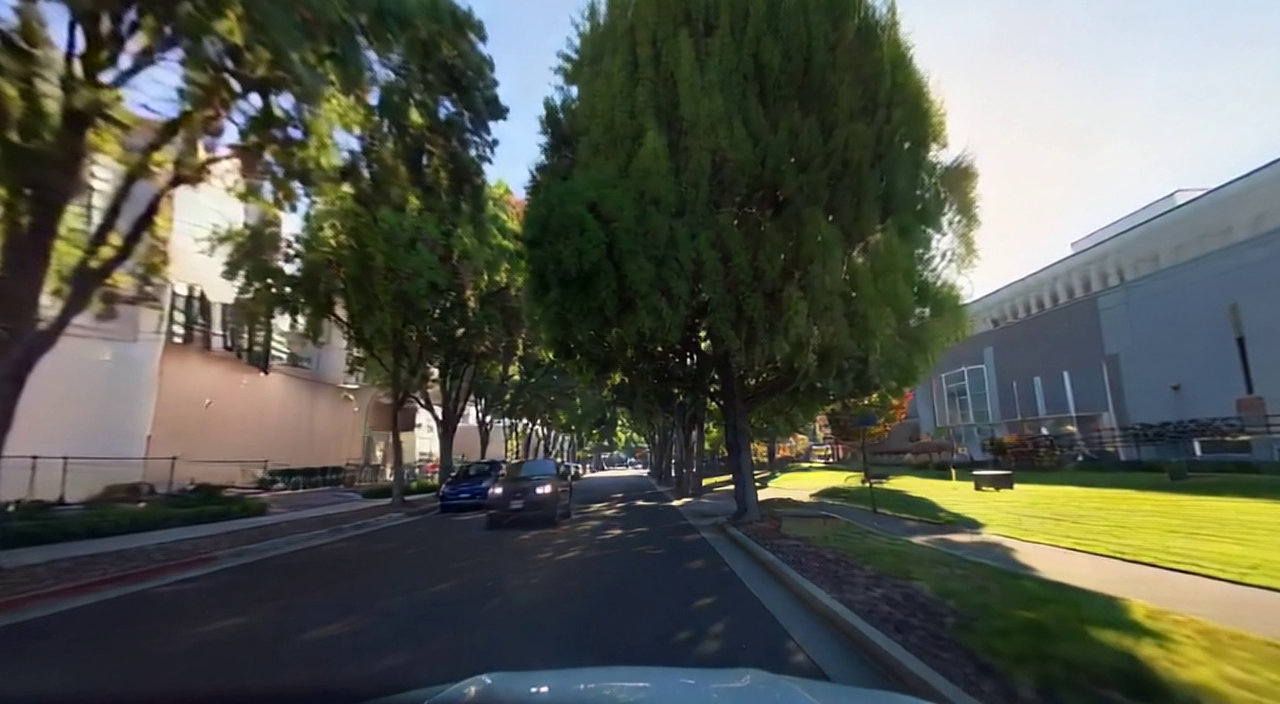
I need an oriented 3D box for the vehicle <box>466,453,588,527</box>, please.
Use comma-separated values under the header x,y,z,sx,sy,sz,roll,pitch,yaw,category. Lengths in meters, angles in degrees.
x,y,z,sx,sy,sz,roll,pitch,yaw,category
-2.485,3.223,15.079,1.978,1.453,4.314,1,-10,2,vehicle
